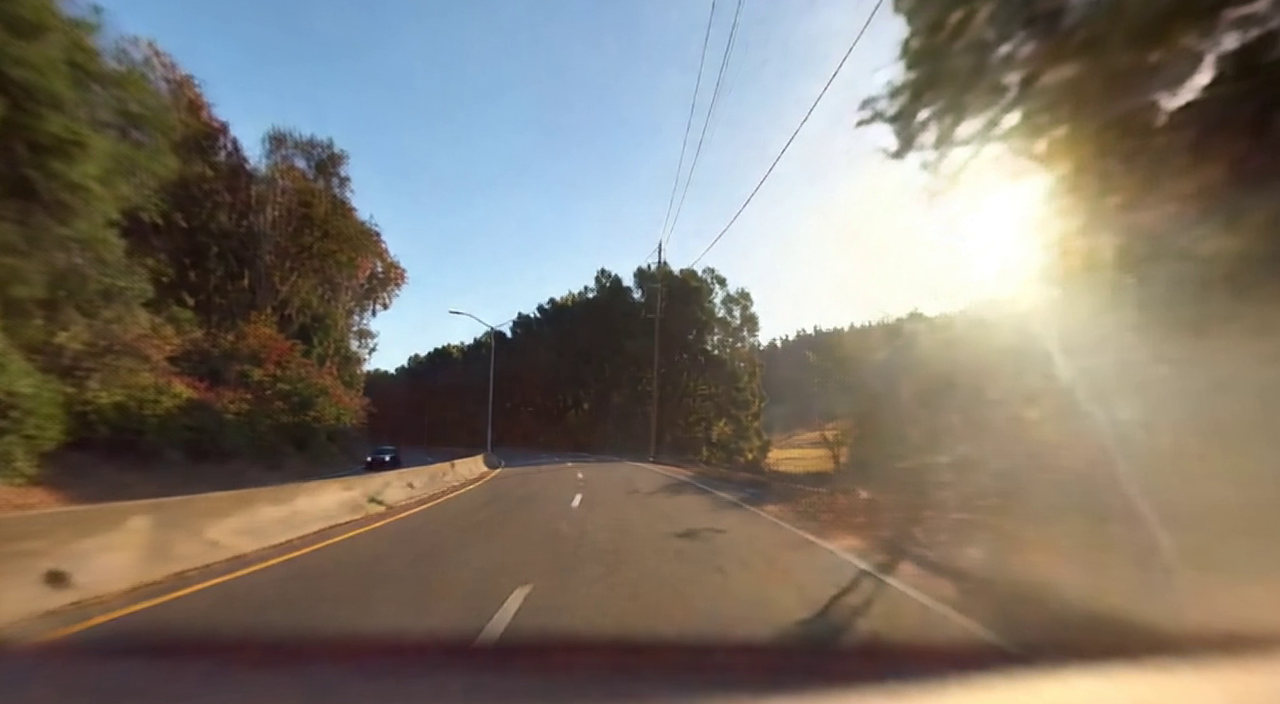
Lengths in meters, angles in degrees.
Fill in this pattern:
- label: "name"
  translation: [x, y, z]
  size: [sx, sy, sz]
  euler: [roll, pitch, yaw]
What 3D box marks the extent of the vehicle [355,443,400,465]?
- label: "vehicle"
  translation: [-18.363, 7.152, 44.258]
  size: [1.998, 1.430, 4.755]
  euler: [2, -8, -12]
